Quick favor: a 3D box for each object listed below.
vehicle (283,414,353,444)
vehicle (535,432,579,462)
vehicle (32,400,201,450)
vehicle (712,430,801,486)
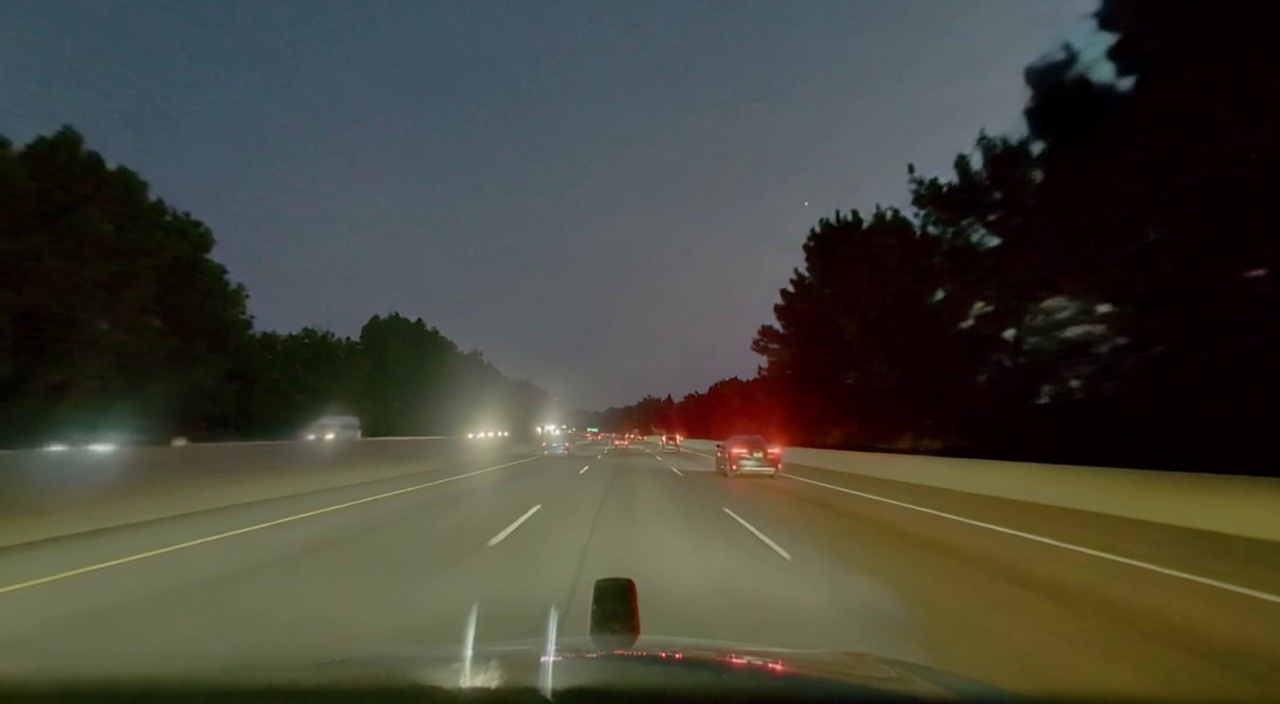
[{"bbox_3d":[-21.808,5.264,42.951,2.150,1.879,5.149,0,-8,-2],"label":"vehicle"},{"bbox_3d":[-4.507,5.181,34.724,1.941,1.529,4.111,0,-8,-1],"label":"vehicle"},{"bbox_3d":[-18.135,2.599,22.211,1.963,1.581,4.609,0,-8,0],"label":"vehicle"},{"bbox_3d":[3.446,3.194,19.390,1.883,1.536,3.792,0,-8,-2],"label":"vehicle"}]
